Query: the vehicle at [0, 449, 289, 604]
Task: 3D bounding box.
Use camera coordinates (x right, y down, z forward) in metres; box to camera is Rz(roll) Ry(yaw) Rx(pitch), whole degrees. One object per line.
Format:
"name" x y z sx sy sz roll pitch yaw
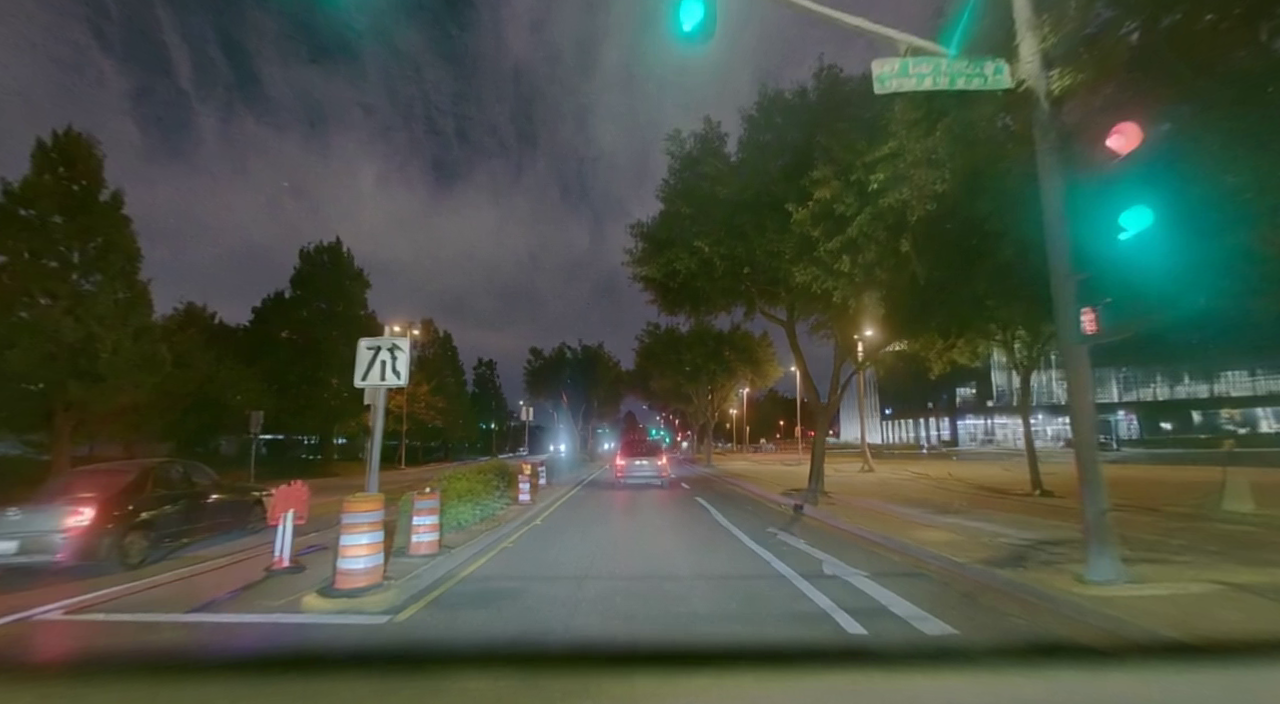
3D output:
"vehicle" -6.949 2.033 8.399 1.933 1.433 4.590 0 -8 0

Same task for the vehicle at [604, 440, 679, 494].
"vehicle" 0.069 3.571 20.059 2.114 1.493 4.430 0 -8 1
